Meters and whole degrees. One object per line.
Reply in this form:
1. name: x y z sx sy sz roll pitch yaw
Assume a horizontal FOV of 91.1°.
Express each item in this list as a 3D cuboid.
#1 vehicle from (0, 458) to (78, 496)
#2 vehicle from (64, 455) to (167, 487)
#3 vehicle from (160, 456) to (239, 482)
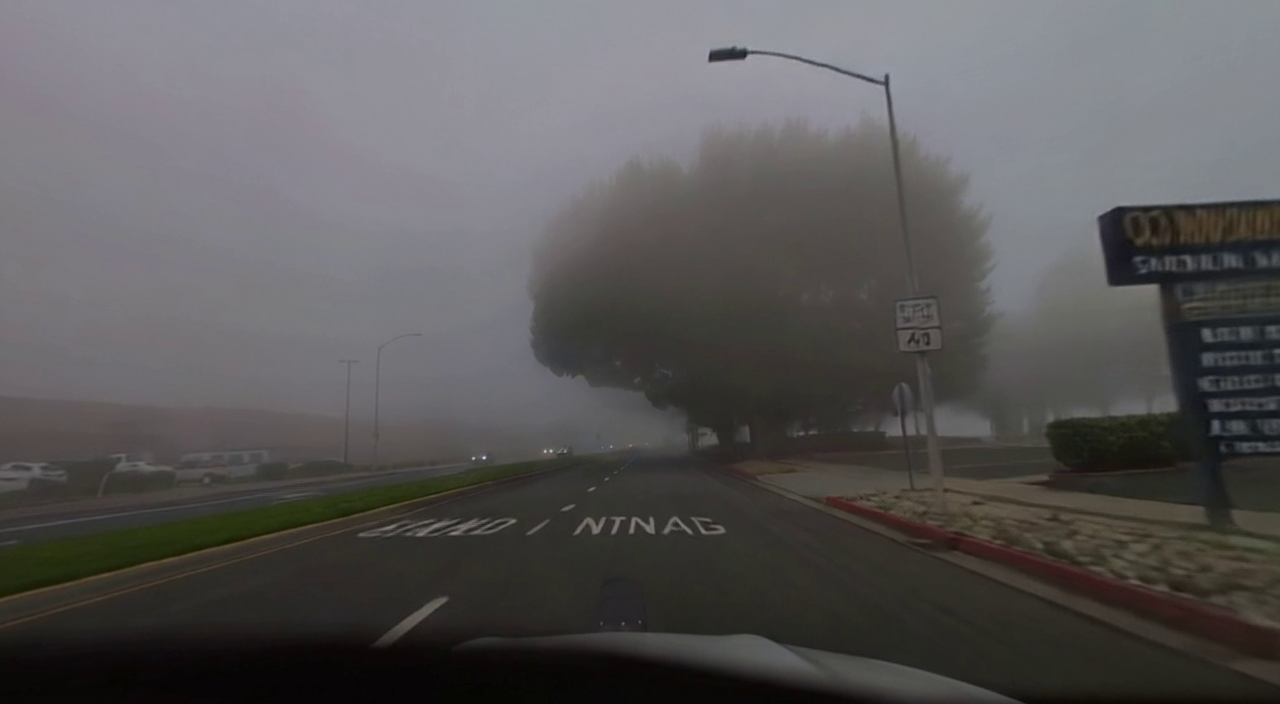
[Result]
1. vehicle: -27.470 5.458 27.528 3.797 1.527 1.830 0 -9 0
2. vehicle: -27.957 6.329 33.522 3.664 1.564 2.023 0 -9 2
3. vehicle: -27.252 7.245 38.909 3.592 1.501 1.697 0 -9 2
